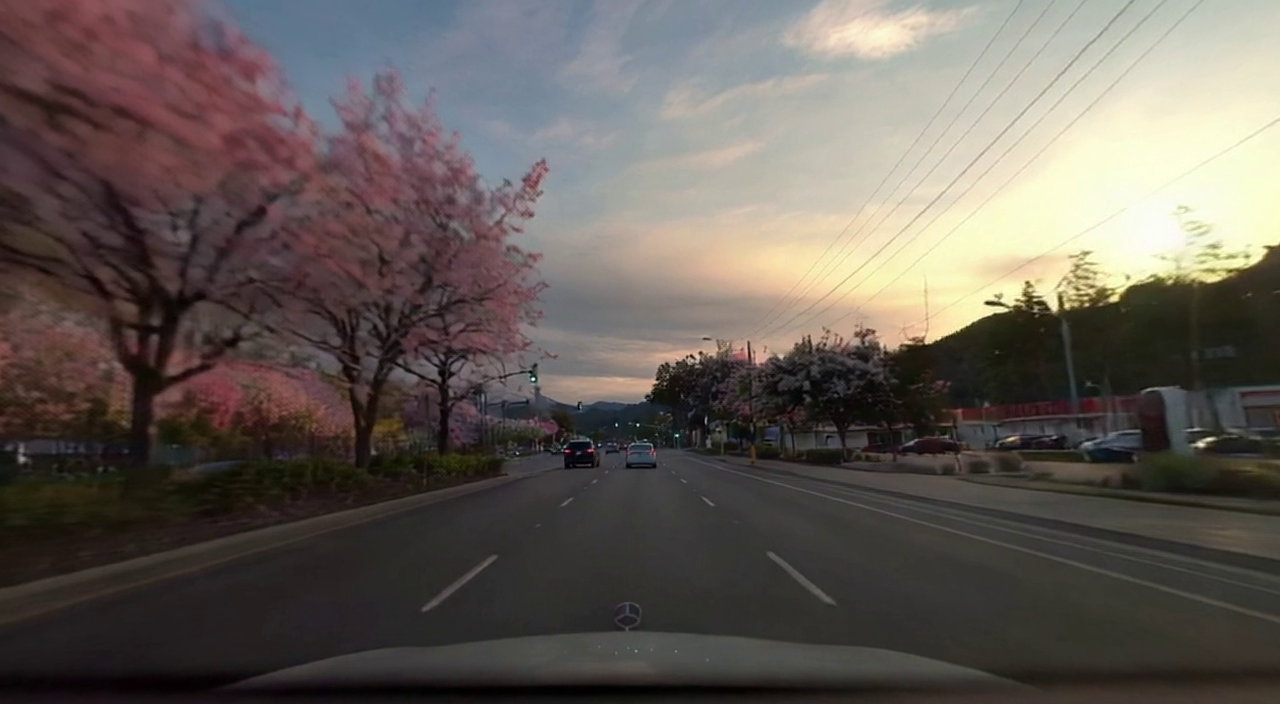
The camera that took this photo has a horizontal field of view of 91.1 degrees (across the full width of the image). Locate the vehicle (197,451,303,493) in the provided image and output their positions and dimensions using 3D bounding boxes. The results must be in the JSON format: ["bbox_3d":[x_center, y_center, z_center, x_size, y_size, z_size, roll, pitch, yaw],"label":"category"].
[{"bbox_3d":[-18.225,5.587,29.664,2.030,1.750,4.597,0,-8,0],"label":"vehicle"}]

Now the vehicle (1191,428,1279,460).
[{"bbox_3d":[29.716,4.423,30.367,1.832,1.421,4.597,-1,-8,-2],"label":"vehicle"}]

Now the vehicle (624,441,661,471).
[{"bbox_3d":[0.125,6.290,38.250,2.149,1.701,4.379,0,-8,-1],"label":"vehicle"}]

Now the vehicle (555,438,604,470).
[{"bbox_3d":[-3.627,6.224,38.514,2.453,1.844,4.751,0,-8,1],"label":"vehicle"}]
